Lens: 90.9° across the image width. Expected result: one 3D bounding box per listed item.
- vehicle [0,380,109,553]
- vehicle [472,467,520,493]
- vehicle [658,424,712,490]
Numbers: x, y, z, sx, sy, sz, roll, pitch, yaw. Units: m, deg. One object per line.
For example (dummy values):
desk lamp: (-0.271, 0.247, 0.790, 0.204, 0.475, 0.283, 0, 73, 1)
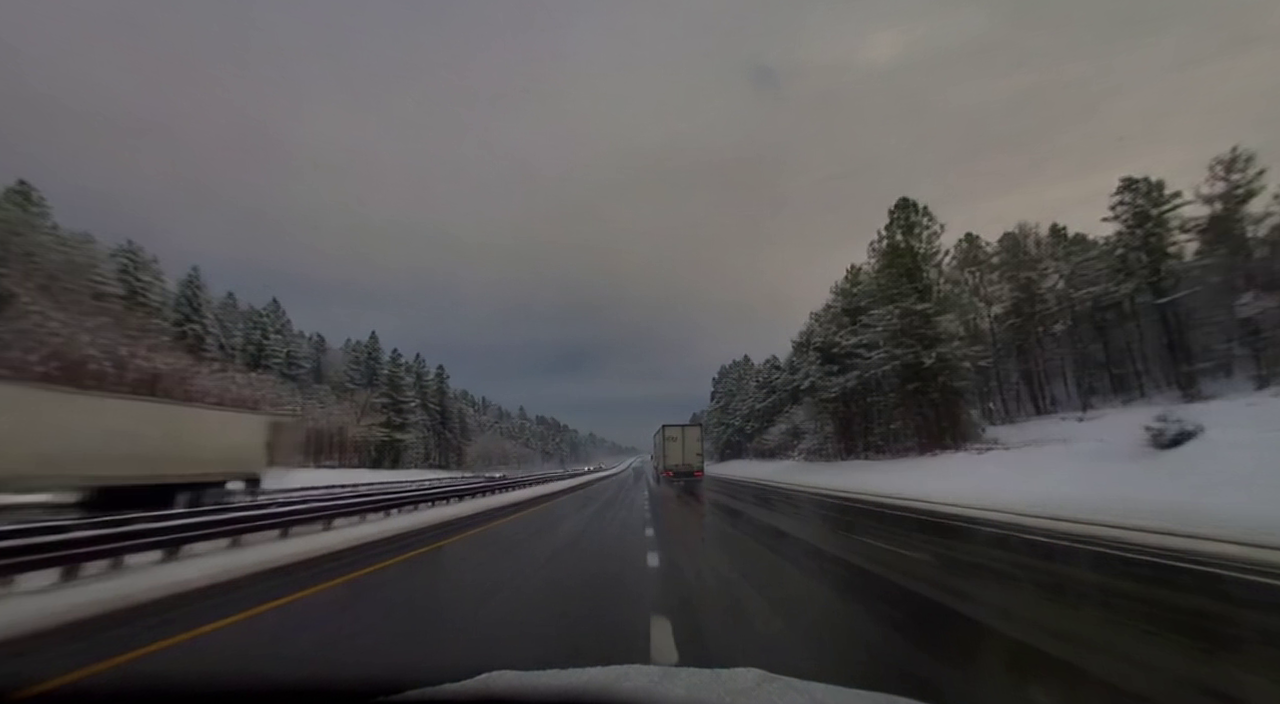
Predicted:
vehicle: (-13.646, 1.915, 10.657, 2.739, 3.258, 7.223, 0, -10, 1)
vehicle: (-8.779, 7.835, 38.808, 1.844, 1.456, 4.062, 0, -10, 2)
vehicle: (3.071, 7.868, 46.709, 3.204, 4.102, 13.306, 0, -10, 1)
